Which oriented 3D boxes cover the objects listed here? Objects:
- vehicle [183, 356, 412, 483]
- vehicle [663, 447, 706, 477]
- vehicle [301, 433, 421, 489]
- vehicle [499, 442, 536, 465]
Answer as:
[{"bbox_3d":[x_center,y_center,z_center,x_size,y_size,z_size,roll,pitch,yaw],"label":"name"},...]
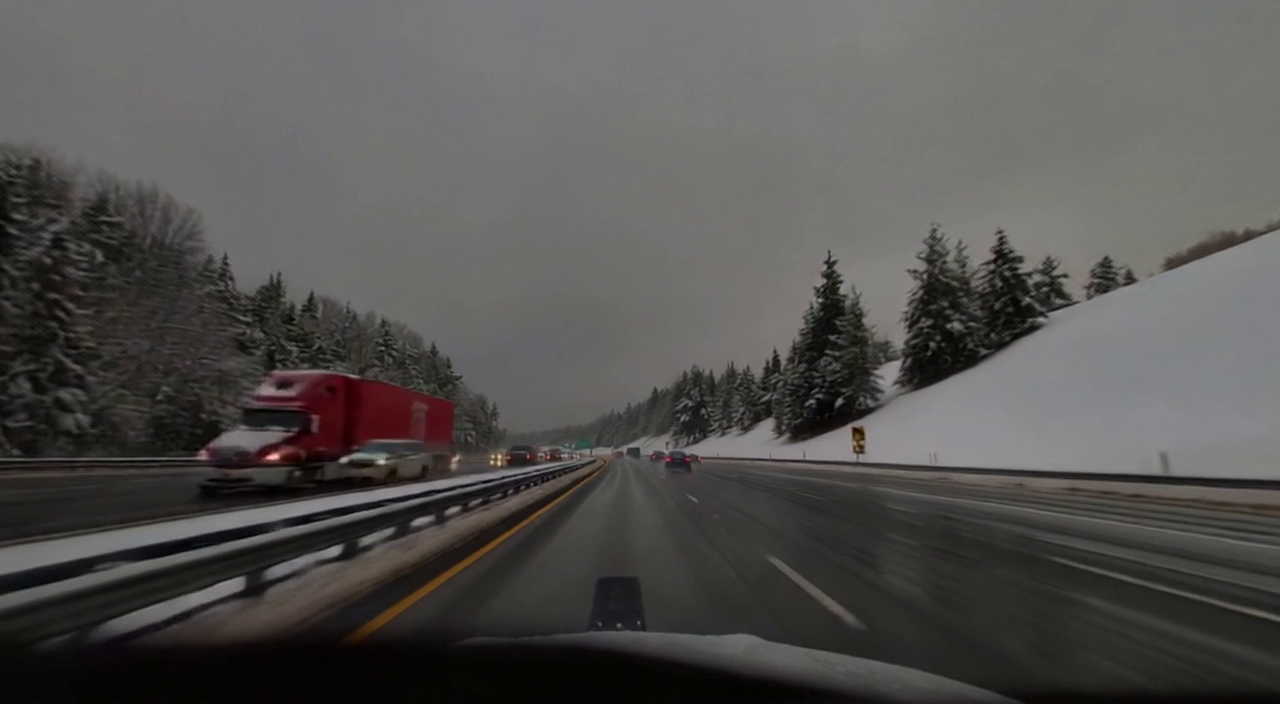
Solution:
[{"bbox_3d":[-12.593,2.942,25.101,2.947,3.956,11.078,0,-9,-1],"label":"vehicle"},{"bbox_3d":[2.514,6.384,36.688,2.111,1.599,3.859,0,-9,-1],"label":"vehicle"},{"bbox_3d":[-8.023,3.171,18.520,1.830,1.438,3.678,0,-9,-1],"label":"vehicle"},{"bbox_3d":[-8.783,7.291,45.398,1.965,1.566,4.141,0,-9,-2],"label":"vehicle"}]
